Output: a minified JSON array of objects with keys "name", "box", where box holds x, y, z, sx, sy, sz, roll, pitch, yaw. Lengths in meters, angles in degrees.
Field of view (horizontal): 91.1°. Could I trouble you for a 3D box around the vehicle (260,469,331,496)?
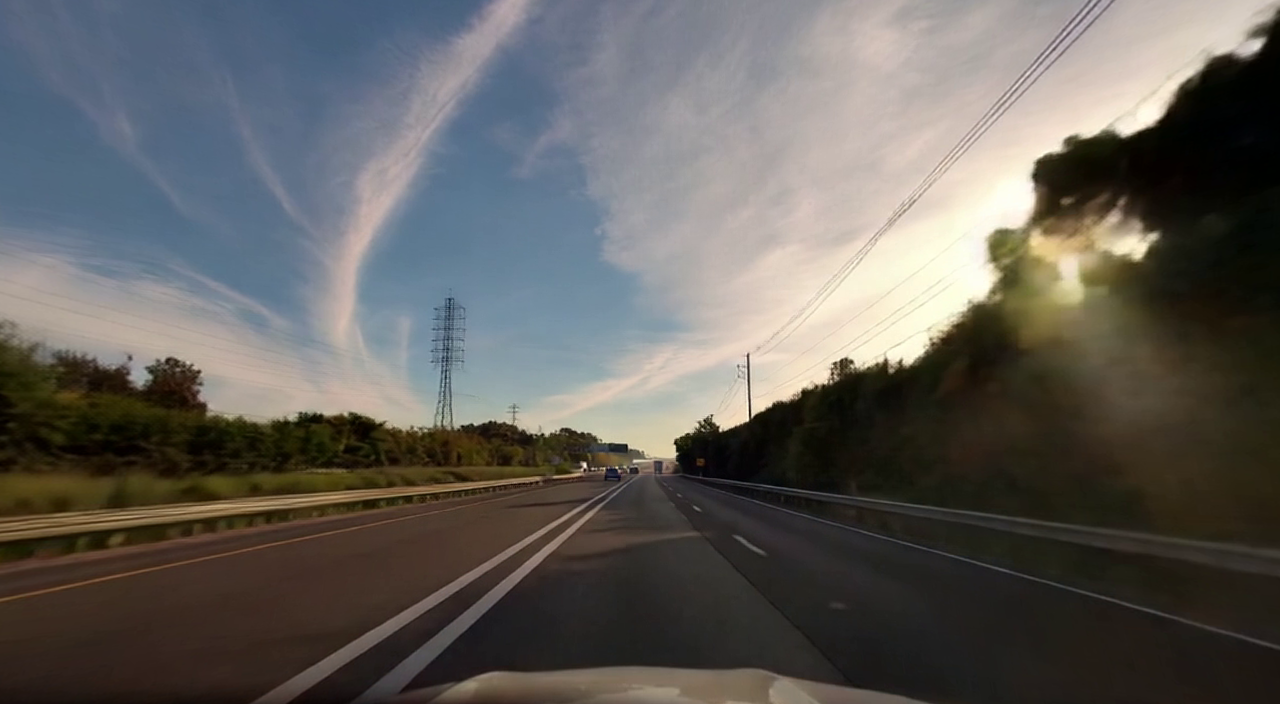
[{"name":"vehicle","box":[-19.672,7.440,36.042,1.791,1.430,3.800,1,-10,1]}]
